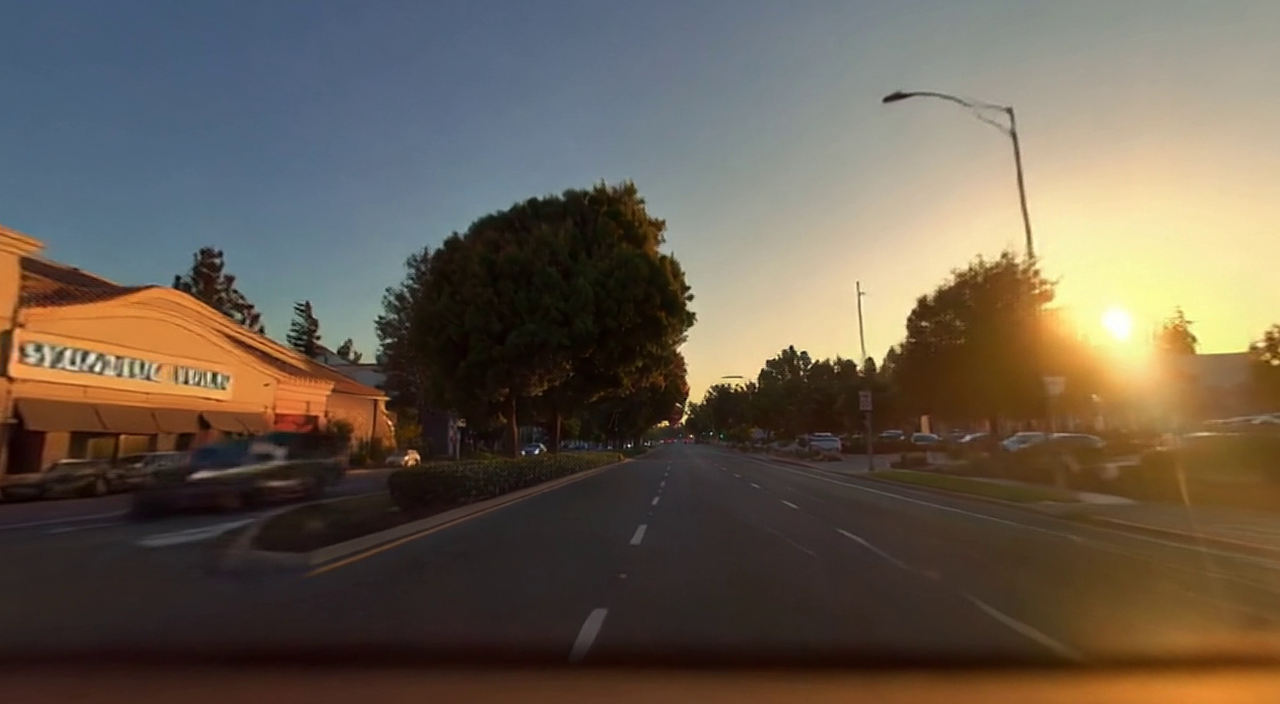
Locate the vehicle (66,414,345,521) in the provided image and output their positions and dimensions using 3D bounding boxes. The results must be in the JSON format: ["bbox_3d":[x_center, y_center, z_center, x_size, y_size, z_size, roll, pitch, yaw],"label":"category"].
[{"bbox_3d":[-9.008,2.471,13.948,2.157,1.883,5.286,-1,-9,3],"label":"vehicle"}]

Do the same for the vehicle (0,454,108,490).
[{"bbox_3d":[-26.451,5.214,27.625,4.553,1.445,1.942,0,-9,1],"label":"vehicle"}]

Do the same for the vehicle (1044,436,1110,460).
[{"bbox_3d":[31.180,6.874,45.231,1.825,1.572,4.229,0,-9,3],"label":"vehicle"}]

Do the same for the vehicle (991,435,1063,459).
[{"bbox_3d":[28.045,6.954,46.019,2.129,1.652,5.150,0,-9,2],"label":"vehicle"}]
